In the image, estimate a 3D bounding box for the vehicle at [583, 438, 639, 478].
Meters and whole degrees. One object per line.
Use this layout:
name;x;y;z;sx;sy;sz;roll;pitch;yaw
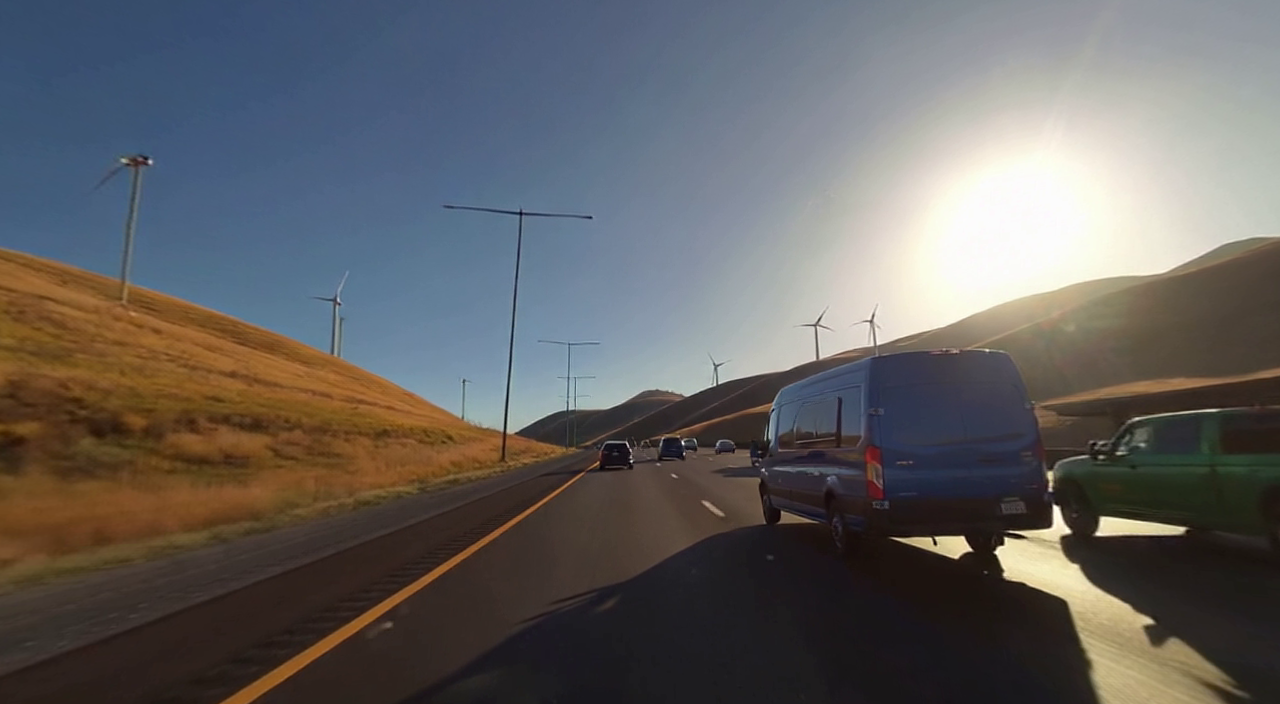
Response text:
vehicle;-1.106;4.241;25.561;2.082;1.445;3.826;0;-8;0

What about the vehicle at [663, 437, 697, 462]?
vehicle;2.825;6.988;45.500;2.108;1.717;3.996;0;-8;-2

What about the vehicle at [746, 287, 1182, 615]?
vehicle;3.045;1.172;7.977;2.365;2.630;5.754;0;-8;0

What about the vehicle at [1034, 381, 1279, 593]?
vehicle;6.623;1.238;5.890;2.070;1.833;5.811;0;-8;-1

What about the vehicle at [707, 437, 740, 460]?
vehicle;6.349;7.379;48.294;1.864;1.689;4.206;0;-8;-1
